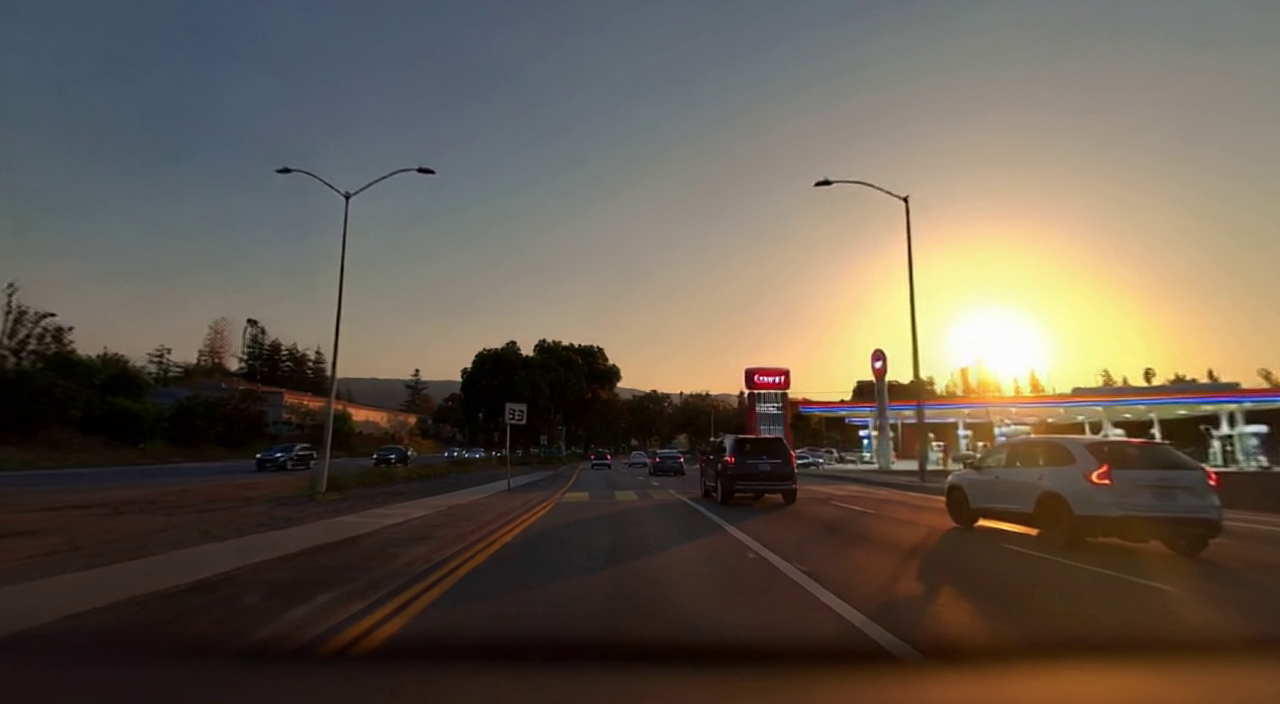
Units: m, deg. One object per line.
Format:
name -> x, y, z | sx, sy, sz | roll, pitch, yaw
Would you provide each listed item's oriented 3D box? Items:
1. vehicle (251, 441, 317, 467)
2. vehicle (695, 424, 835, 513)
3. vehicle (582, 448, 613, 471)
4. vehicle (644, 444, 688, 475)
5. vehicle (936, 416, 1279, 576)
vehicle -> -23.683, 6.787, 42.154 | 1.872, 1.620, 4.343 | 0, -8, 0
vehicle -> 2.762, 2.719, 15.222 | 2.184, 1.777, 4.712 | 1, -8, -3
vehicle -> -3.001, 7.713, 45.310 | 2.107, 1.527, 4.174 | 1, -8, -3
vehicle -> 1.388, 5.986, 35.369 | 2.012, 1.612, 4.114 | 1, -8, -5
vehicle -> 6.083, 1.782, 8.599 | 1.881, 1.604, 4.289 | 1, -8, -2
